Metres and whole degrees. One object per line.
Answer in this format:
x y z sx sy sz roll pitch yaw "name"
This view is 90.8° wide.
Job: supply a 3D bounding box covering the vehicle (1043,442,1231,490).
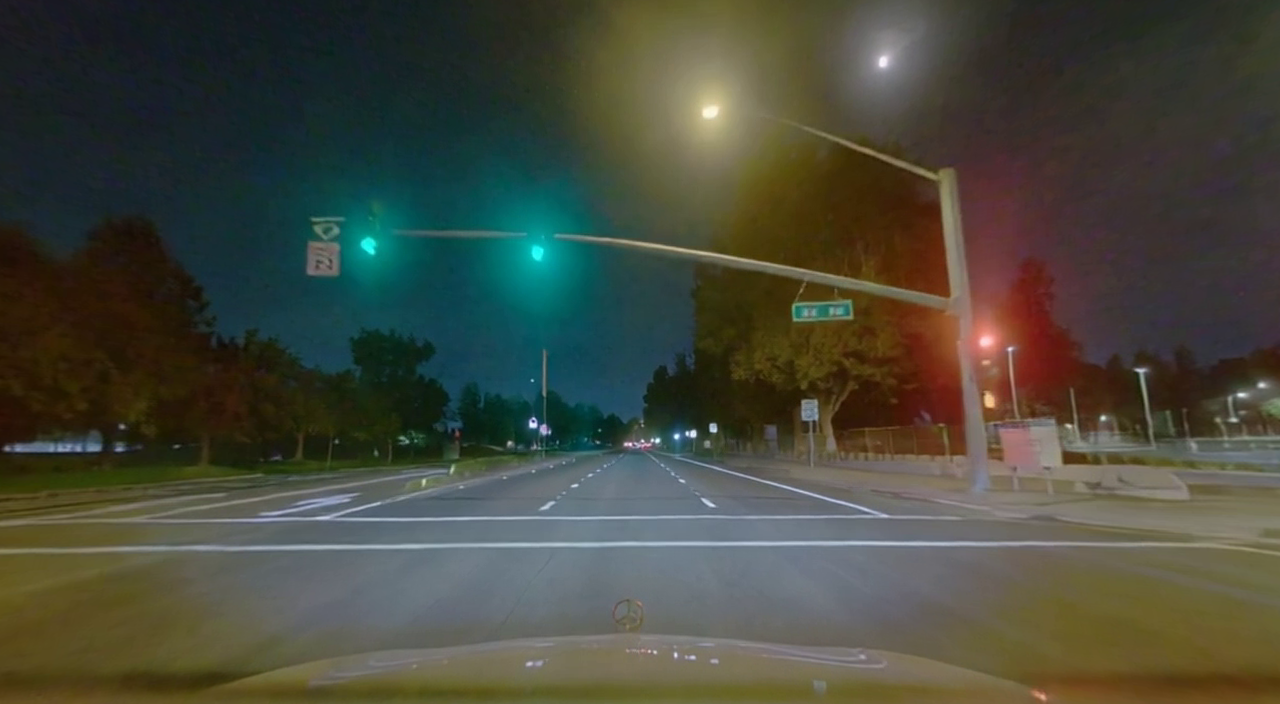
16.067 3.692 20.612 4.483 1.452 1.924 0 -8 0 "vehicle"
